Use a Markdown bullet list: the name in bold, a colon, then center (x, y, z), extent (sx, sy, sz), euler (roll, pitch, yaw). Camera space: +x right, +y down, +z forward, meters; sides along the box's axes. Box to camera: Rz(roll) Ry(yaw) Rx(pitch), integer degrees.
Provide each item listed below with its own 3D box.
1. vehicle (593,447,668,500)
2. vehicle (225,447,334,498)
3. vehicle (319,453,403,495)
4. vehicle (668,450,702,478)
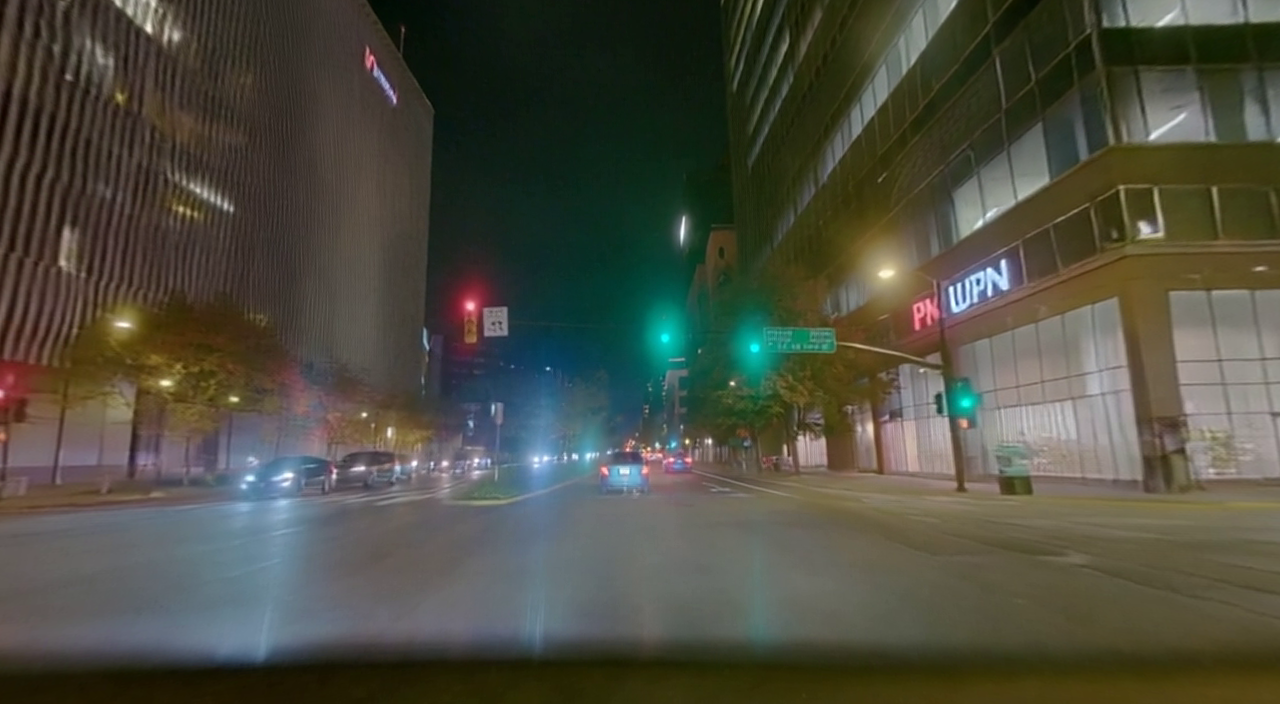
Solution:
- **vehicle**: center (-0.306, 3.797, 20.166), extent (2.144, 1.398, 3.963), euler (2, -8, -1)
- **vehicle**: center (-15.788, 5.262, 28.058), extent (2.119, 1.815, 4.795), euler (-3, -7, -1)
- **vehicle**: center (-12.483, 5.437, 28.608), extent (2.000, 1.507, 4.286), euler (-3, -7, -2)
- **vehicle**: center (3.239, 8.101, 46.009), extent (2.078, 1.799, 4.089), euler (1, -8, 0)
